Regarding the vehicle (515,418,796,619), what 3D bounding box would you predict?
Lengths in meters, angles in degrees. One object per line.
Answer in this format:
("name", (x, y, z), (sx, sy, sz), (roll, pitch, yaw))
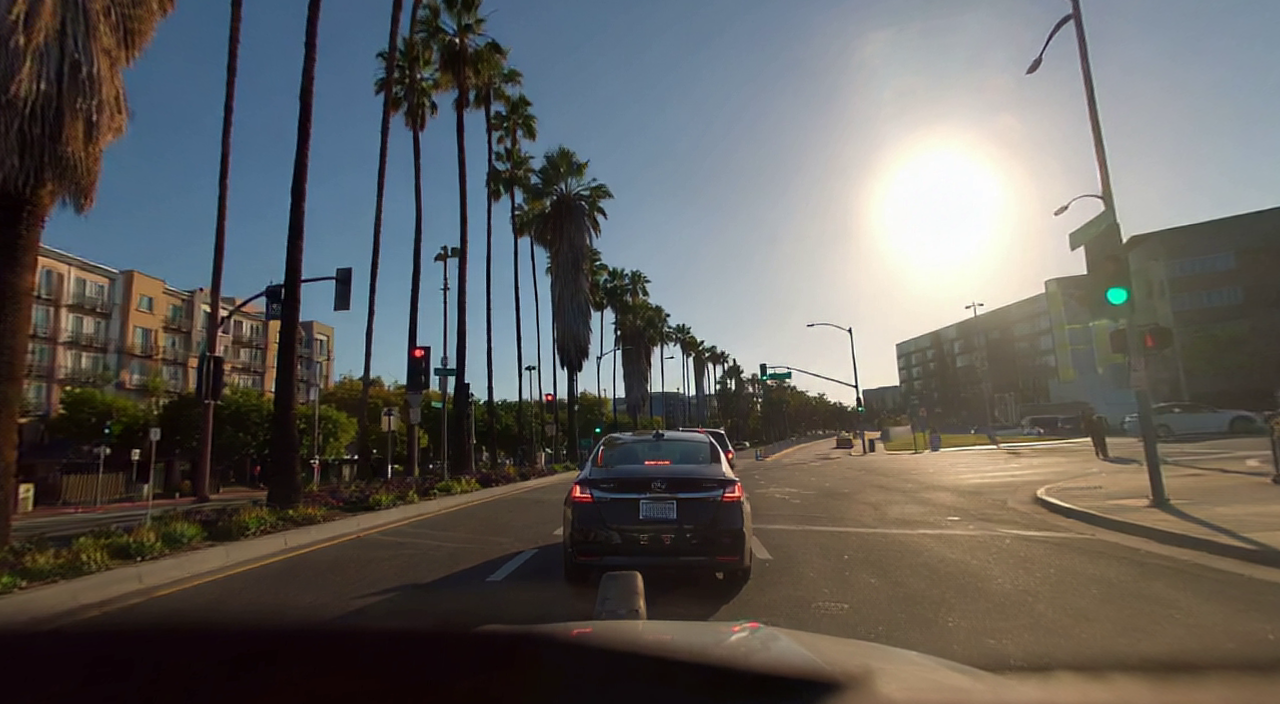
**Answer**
("vehicle", (0.143, 1.556, 6.840), (2.096, 1.492, 4.071), (0, -9, 1))
